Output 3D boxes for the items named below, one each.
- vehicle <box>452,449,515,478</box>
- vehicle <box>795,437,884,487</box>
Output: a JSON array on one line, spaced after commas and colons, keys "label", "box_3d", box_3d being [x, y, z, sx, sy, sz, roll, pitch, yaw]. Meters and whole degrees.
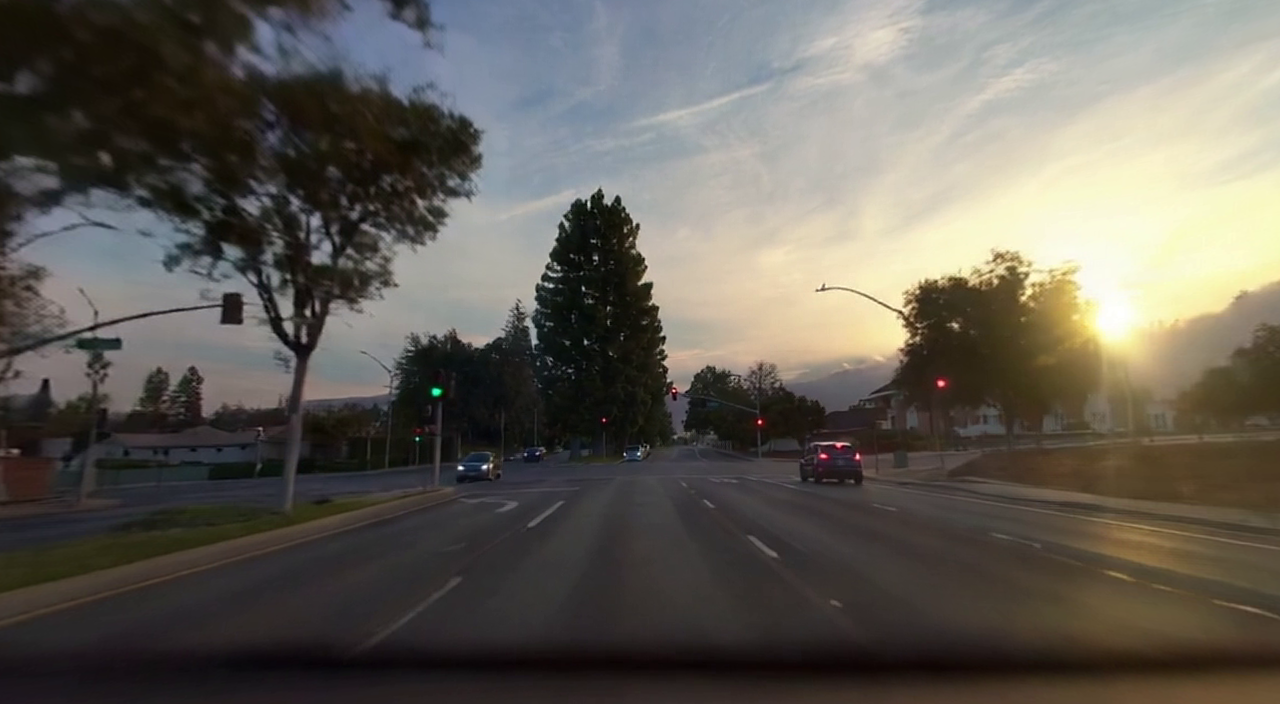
[{"label": "vehicle", "box_3d": [-9.420, 6.609, 37.831, 2.065, 1.477, 4.519, 3, -9, -37]}, {"label": "vehicle", "box_3d": [7.352, 4.086, 23.768, 2.011, 1.710, 4.357, 0, -9, 2]}]
